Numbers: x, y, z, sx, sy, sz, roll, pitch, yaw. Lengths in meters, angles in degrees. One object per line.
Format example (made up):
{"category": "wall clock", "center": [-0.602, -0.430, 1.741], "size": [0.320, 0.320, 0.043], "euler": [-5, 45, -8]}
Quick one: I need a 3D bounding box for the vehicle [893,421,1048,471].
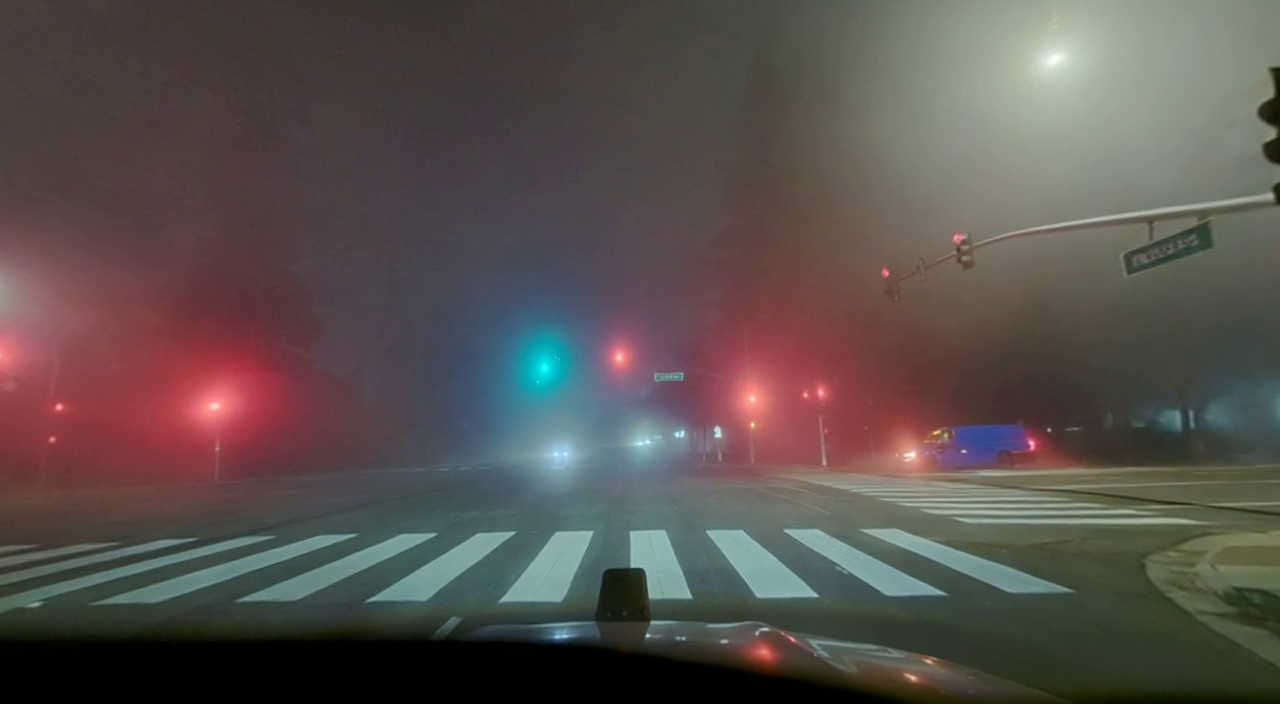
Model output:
{"category": "vehicle", "center": [12.519, 3.582, 24.137], "size": [4.790, 1.798, 1.909], "euler": [0, -8, 1]}
